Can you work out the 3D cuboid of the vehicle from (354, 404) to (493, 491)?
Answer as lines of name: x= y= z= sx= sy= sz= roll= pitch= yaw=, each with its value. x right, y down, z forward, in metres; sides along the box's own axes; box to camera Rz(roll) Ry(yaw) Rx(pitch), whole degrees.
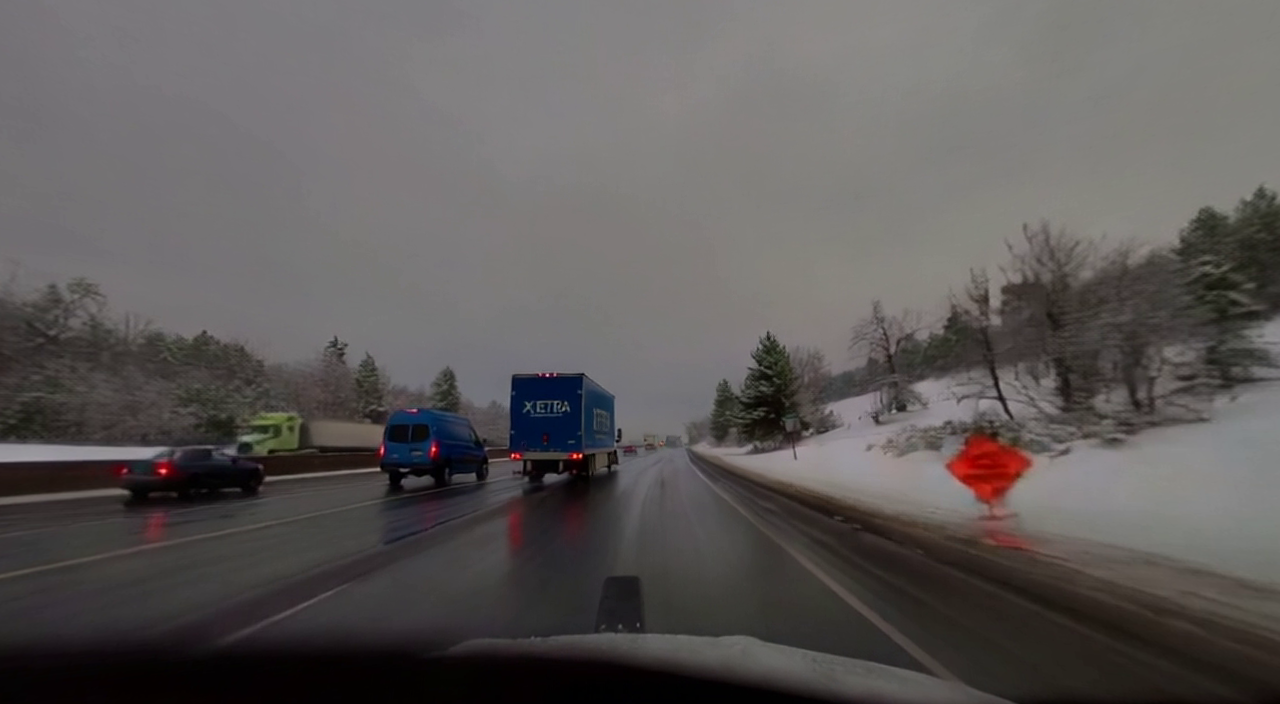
vehicle: x=-7.260 y=3.327 z=22.115 sx=2.469 sy=2.615 sz=5.874 roll=0 pitch=-8 yaw=3

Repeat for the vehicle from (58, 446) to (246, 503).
vehicle: x=-14.667 y=3.661 z=19.384 sx=1.901 sy=1.487 sz=4.622 roll=0 pitch=-8 yaw=3

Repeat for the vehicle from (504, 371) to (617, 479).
vehicle: x=-3.145 y=3.422 z=28.425 sx=3.183 sy=4.011 sz=9.617 roll=0 pitch=-8 yaw=4
